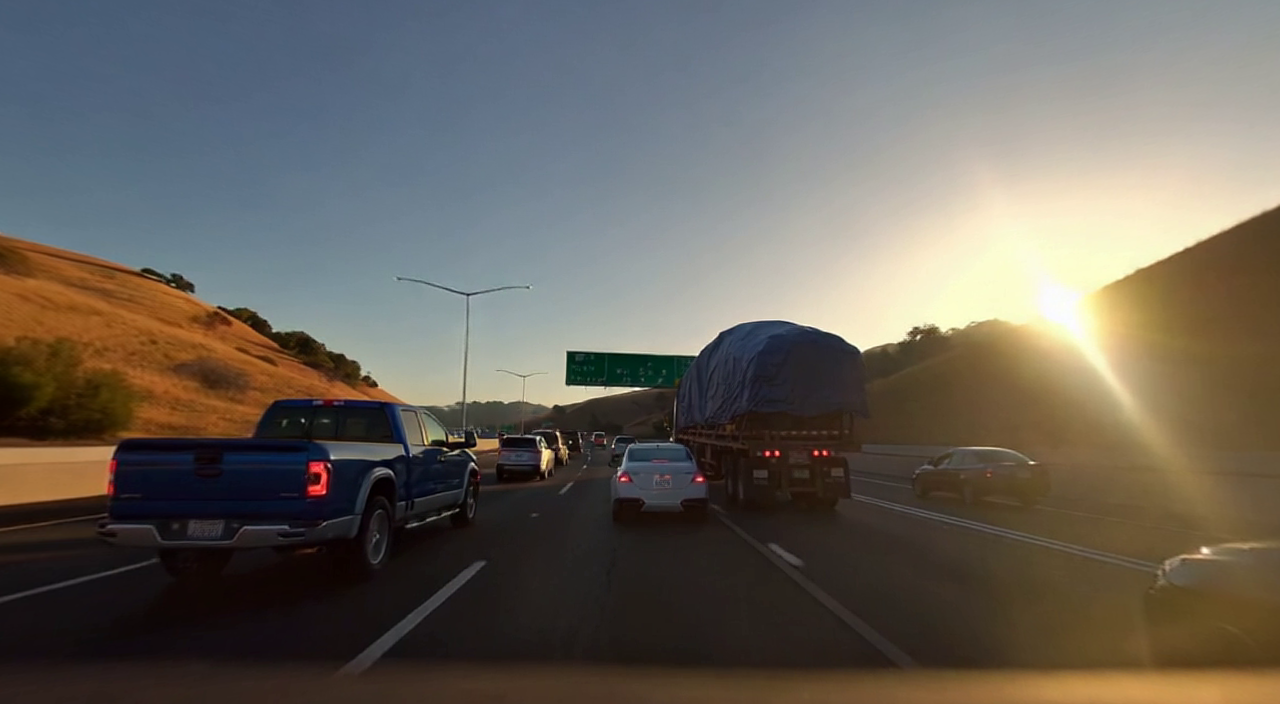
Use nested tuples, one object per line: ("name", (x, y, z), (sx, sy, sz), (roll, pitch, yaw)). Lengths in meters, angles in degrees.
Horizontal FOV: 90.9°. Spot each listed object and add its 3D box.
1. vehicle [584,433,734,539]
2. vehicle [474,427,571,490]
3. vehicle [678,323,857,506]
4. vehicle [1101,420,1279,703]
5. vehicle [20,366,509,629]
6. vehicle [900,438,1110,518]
("vehicle", (0.220, 2.177, 10.924), (2.105, 1.471, 3.978), (0, -8, -1))
("vehicle", (-3.707, 3.465, 20.992), (2.348, 1.821, 5.061), (0, -8, -1))
("vehicle", (3.176, 2.151, 19.618), (2.759, 4.098, 10.906), (0, -8, -3))
("vehicle", (3.588, 0.783, 0.987), (2.169, 1.447, 4.817), (0, -8, 1))
("vehicle", (-3.286, 1.432, 7.328), (2.318, 1.902, 5.374), (0, -8, 1))
("vehicle", (7.768, 2.684, 14.030), (2.092, 1.495, 4.194), (0, -8, -1))
